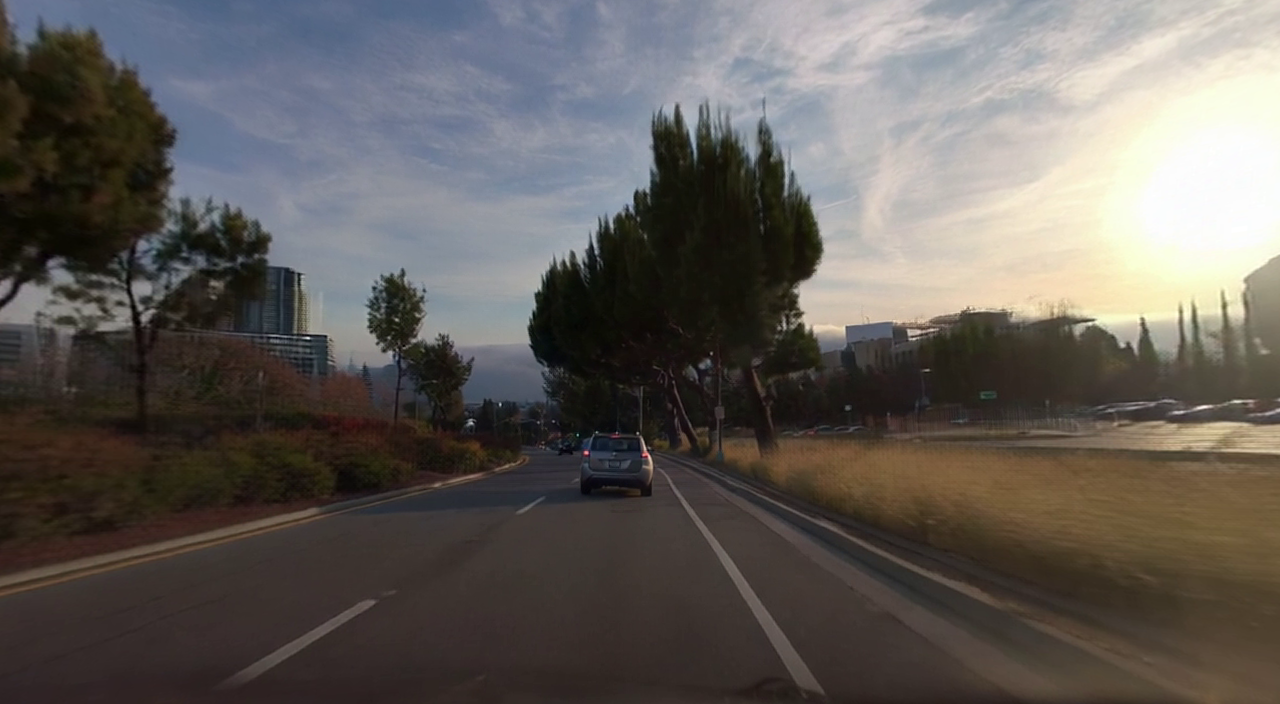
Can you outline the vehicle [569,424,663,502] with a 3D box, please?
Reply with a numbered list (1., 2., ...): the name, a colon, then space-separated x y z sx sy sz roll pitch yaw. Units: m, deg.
1. vehicle: -0.578 2.845 16.548 2.131 1.761 4.242 0 -8 -1
